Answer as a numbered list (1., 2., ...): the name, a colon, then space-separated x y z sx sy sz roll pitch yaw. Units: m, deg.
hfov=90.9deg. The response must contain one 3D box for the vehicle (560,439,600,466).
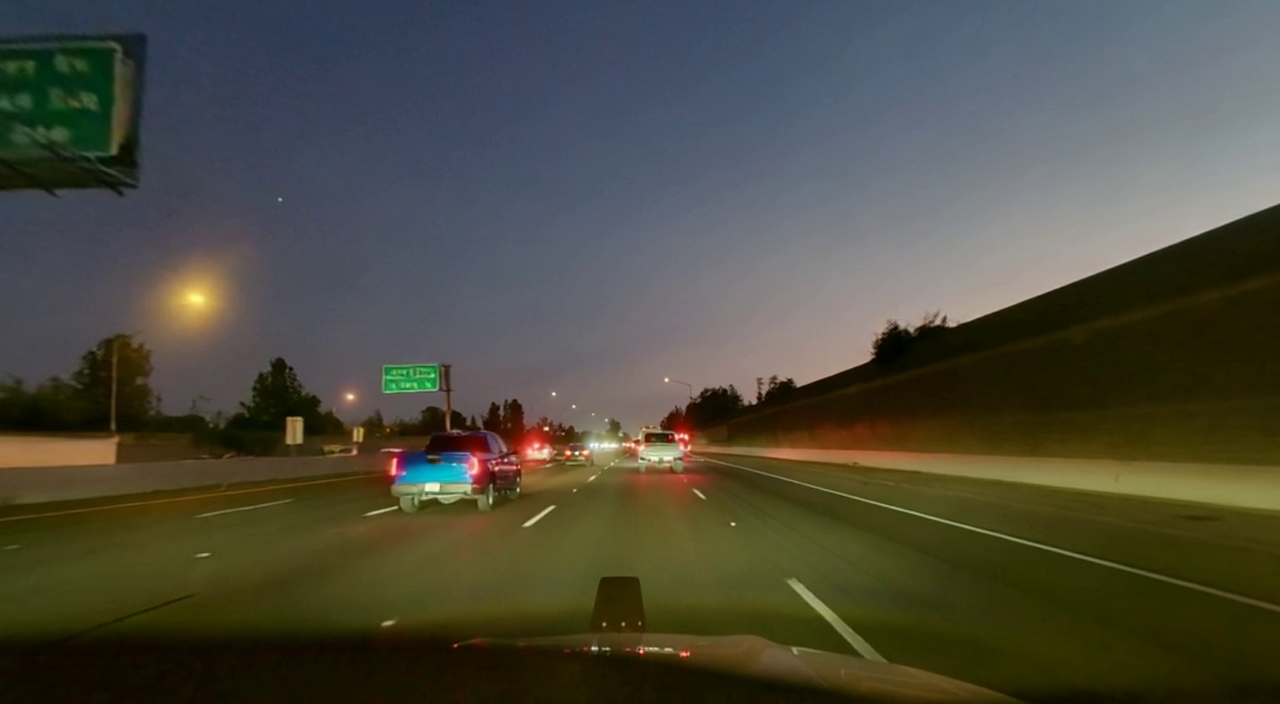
1. vehicle: -3.735 6.396 40.109 1.961 1.591 4.756 0 -8 1

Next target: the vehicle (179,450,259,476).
1. vehicle: -24.491 6.454 36.863 1.907 1.430 3.878 0 -8 2

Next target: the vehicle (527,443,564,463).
1. vehicle: -7.265 7.872 49.108 2.081 1.463 4.749 0 -8 1

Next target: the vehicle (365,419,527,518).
1. vehicle: -4.021 2.526 14.190 1.954 1.792 5.187 0 -9 0

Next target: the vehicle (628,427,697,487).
1. vehicle: 0.699 3.526 21.528 2.083 1.792 4.782 0 -9 0

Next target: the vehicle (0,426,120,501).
1. vehicle: -16.213 2.768 15.755 2.058 1.758 4.937 -1 -8 3
